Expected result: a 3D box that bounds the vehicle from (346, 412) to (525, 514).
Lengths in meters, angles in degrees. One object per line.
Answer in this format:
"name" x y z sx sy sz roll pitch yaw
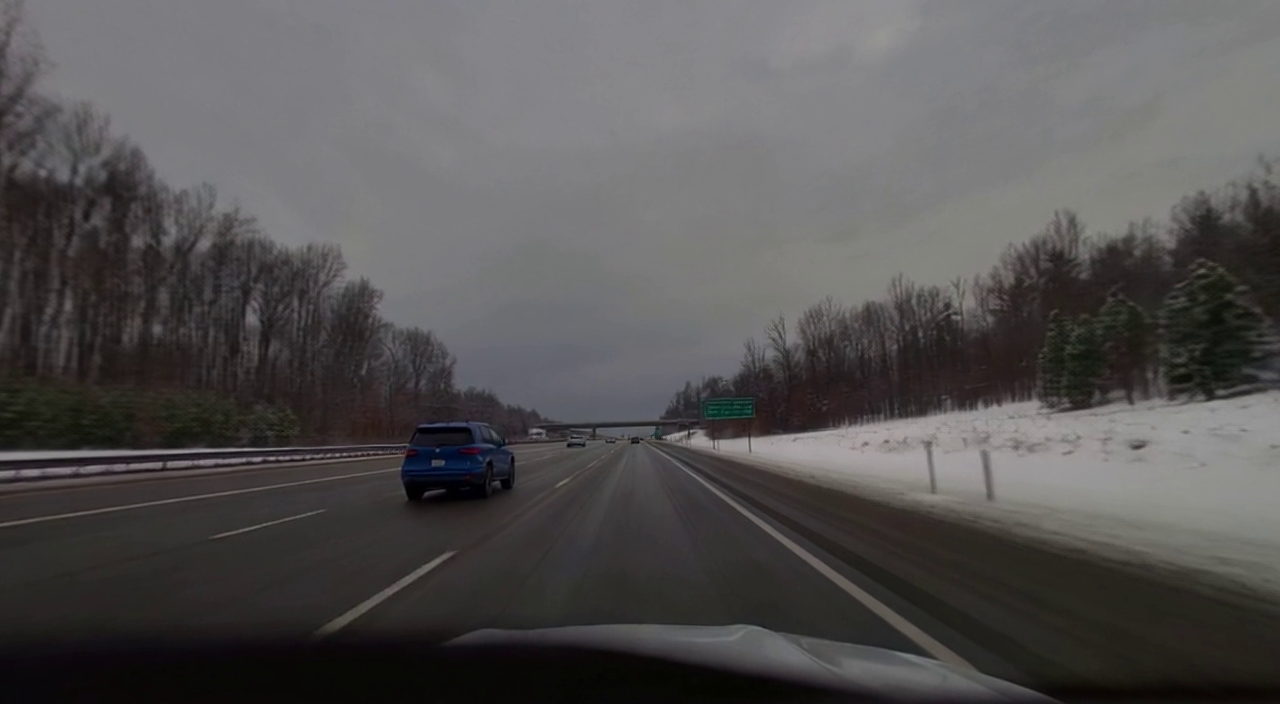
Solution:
"vehicle" -3.795 2.129 12.689 2.057 1.666 4.552 0 -8 0
